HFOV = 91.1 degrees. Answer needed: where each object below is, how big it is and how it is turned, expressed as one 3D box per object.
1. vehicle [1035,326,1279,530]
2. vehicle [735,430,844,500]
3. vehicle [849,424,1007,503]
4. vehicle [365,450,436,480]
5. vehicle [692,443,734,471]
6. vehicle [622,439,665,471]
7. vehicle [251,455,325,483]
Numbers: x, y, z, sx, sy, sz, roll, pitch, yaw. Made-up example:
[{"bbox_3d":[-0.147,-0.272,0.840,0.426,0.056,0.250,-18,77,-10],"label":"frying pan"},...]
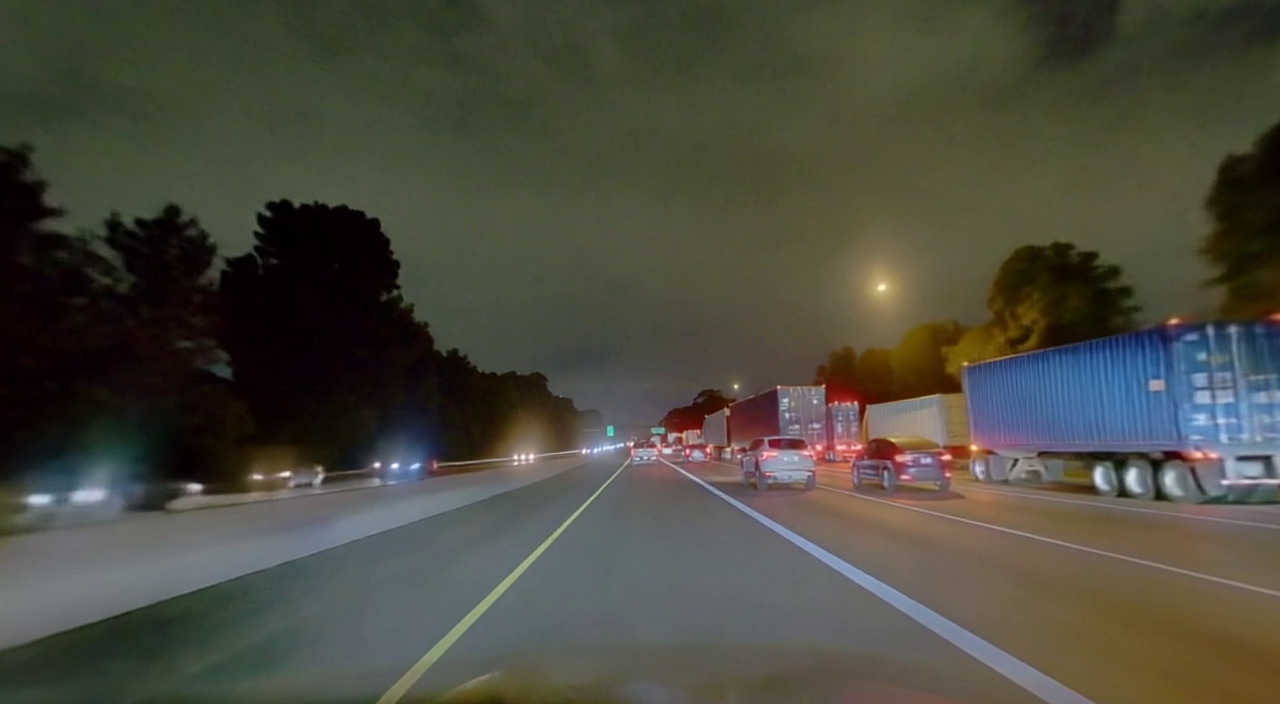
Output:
[{"bbox_3d":[11.616,1.364,11.066,2.786,3.226,9.750,0,-8,-1],"label":"vehicle"},{"bbox_3d":[4.005,3.087,17.595,1.972,1.693,4.139,0,-8,-1],"label":"vehicle"},{"bbox_3d":[7.535,2.948,17.073,1.985,1.835,4.681,0,-8,-1],"label":"vehicle"},{"bbox_3d":[-13.056,6.170,34.521,1.920,1.481,4.706,0,-8,2],"label":"vehicle"},{"bbox_3d":[4.074,5.941,35.750,1.888,1.501,4.608,0,-8,0],"label":"vehicle"},{"bbox_3d":[0.225,5.933,36.326,2.313,1.736,4.215,0,-8,1],"label":"vehicle"},{"bbox_3d":[-21.073,7.009,37.825,1.846,1.475,4.384,0,-8,1],"label":"vehicle"}]
